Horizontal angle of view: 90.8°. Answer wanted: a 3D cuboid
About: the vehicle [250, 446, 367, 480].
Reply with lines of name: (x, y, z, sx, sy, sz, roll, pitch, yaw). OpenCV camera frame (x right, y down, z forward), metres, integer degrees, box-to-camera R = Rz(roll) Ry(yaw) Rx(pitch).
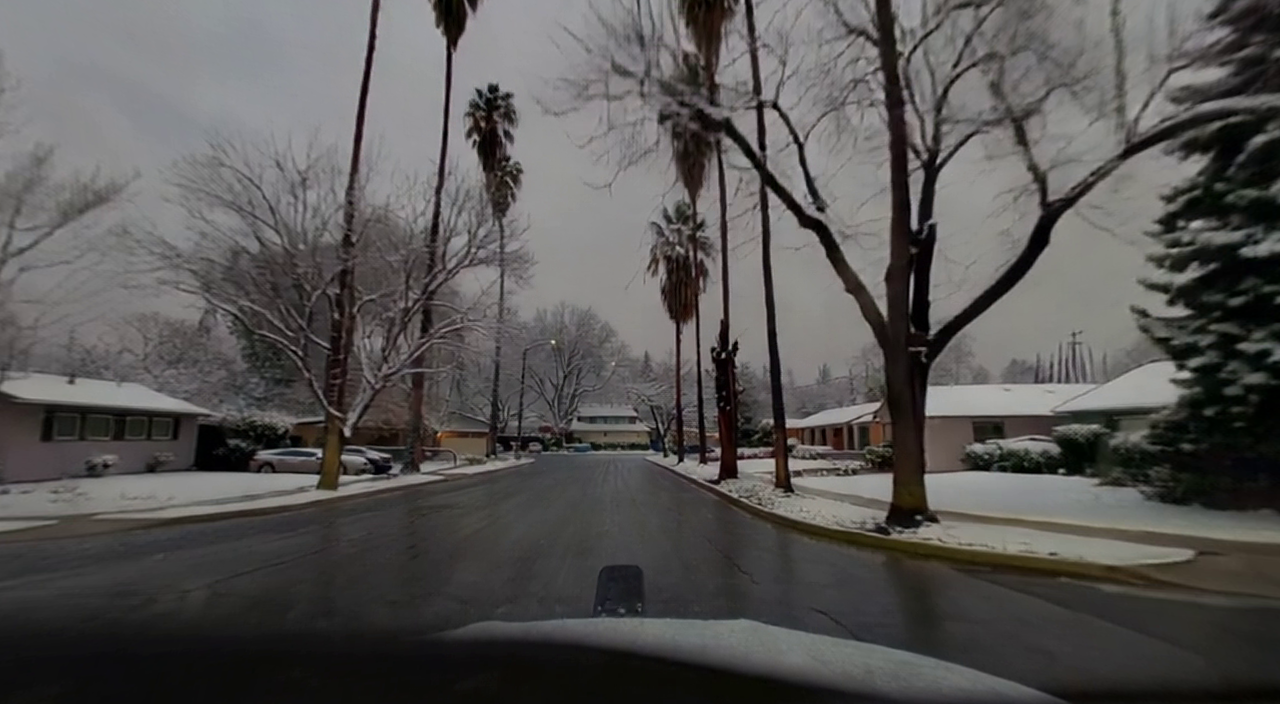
vehicle: (-15.603, 5.246, 29.958, 4.358, 1.516, 2.077, 1, -9, -3)
